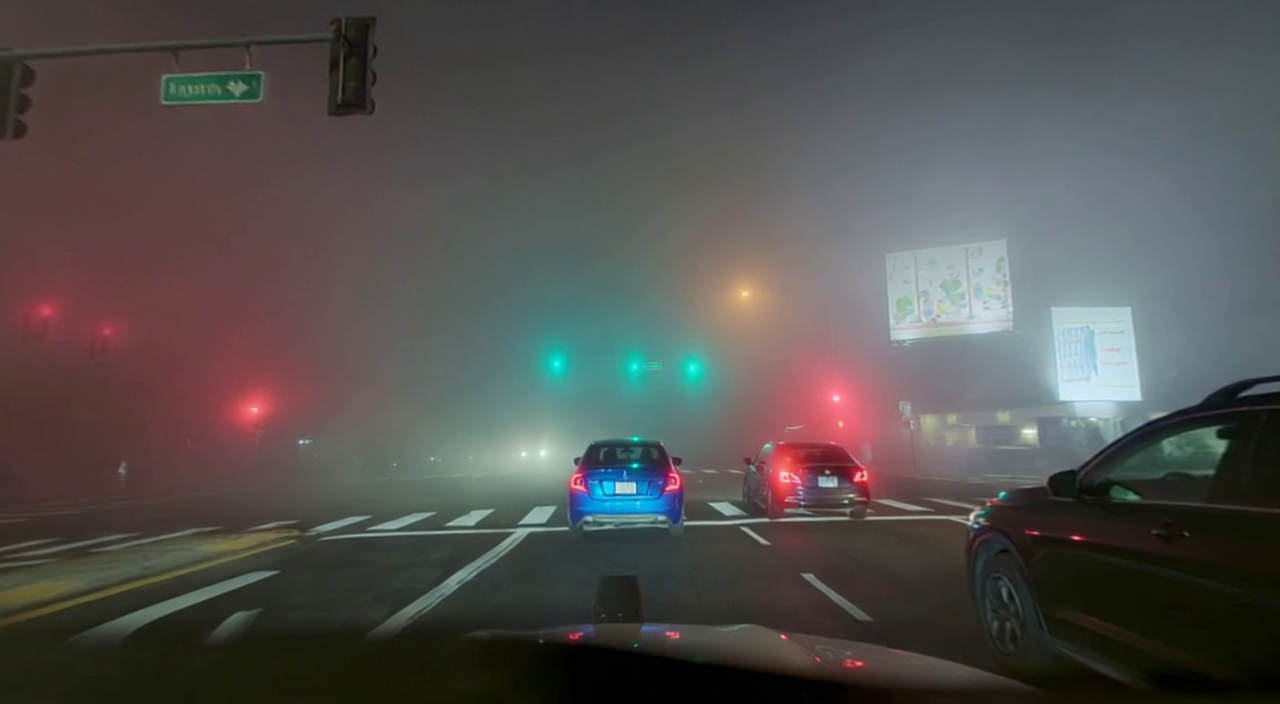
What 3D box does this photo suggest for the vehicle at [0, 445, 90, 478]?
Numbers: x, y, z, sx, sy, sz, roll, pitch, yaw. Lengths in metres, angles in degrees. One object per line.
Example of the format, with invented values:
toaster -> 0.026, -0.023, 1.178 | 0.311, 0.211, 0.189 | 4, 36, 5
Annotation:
vehicle -> -35.715, 6.356, 37.022 | 2.145, 1.797, 5.198 | -1, -8, 1

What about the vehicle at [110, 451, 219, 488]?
vehicle -> -27.550, 6.804, 36.875 | 2.300, 1.932, 5.056 | -1, -9, 2

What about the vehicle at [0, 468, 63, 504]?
vehicle -> -28.055, 6.102, 28.967 | 1.972, 1.433, 4.324 | 8, -12, -39

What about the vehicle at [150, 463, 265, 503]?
vehicle -> -19.130, 5.786, 28.237 | 1.942, 1.453, 4.448 | 0, -8, 0

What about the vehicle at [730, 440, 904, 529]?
vehicle -> 3.175, 2.466, 12.461 | 2.009, 1.414, 4.416 | 0, -8, -2

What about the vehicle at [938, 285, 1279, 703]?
vehicle -> 2.990, 0.683, 1.879 | 2.047, 1.785, 4.357 | 0, -8, 0

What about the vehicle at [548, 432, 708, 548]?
vehicle -> -0.177, 2.105, 10.307 | 2.095, 1.502, 3.873 | 0, -8, -1
